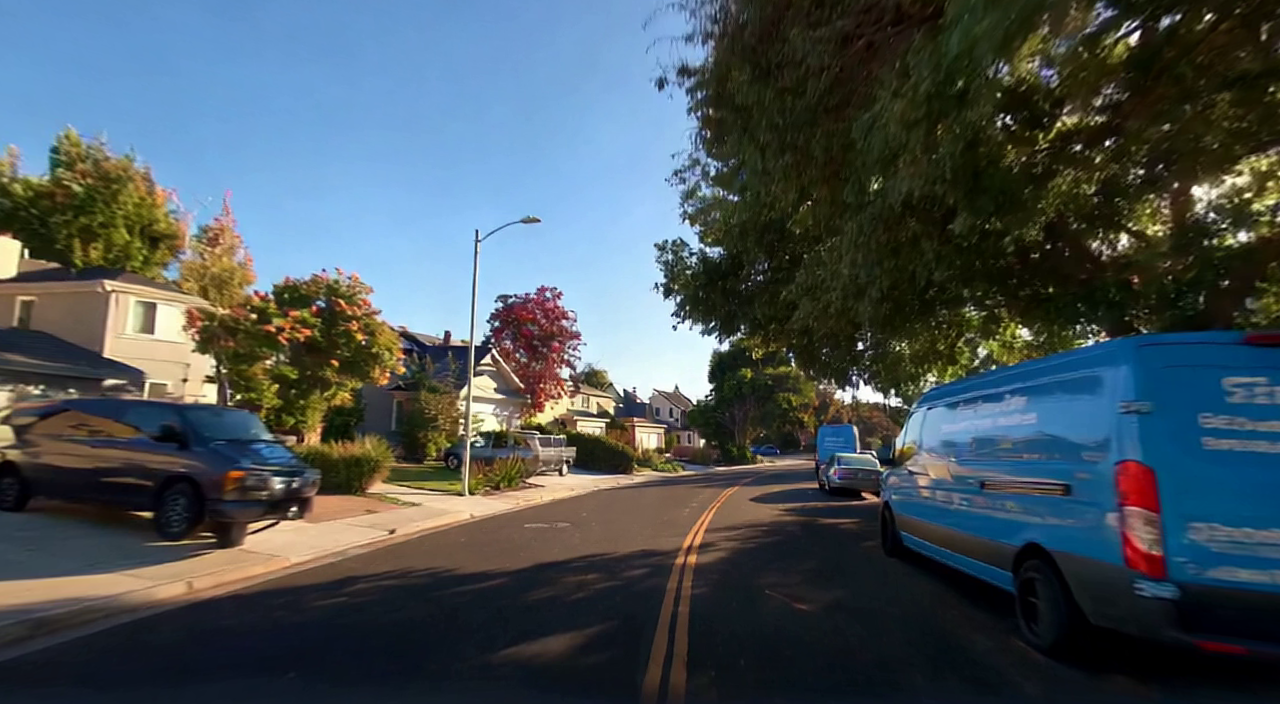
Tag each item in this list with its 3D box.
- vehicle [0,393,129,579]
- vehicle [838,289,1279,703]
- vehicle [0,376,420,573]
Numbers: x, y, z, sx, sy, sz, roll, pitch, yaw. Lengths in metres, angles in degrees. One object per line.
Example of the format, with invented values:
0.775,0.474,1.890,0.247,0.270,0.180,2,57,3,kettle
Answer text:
-7.973,1.307,6.242,4.021,1.717,2.083,0,-9,2,vehicle
3.805,1.206,5.338,2.748,2.031,6.288,-1,-9,5,vehicle
-6.728,1.519,8.744,6.291,2.113,2.673,1,-7,5,vehicle
